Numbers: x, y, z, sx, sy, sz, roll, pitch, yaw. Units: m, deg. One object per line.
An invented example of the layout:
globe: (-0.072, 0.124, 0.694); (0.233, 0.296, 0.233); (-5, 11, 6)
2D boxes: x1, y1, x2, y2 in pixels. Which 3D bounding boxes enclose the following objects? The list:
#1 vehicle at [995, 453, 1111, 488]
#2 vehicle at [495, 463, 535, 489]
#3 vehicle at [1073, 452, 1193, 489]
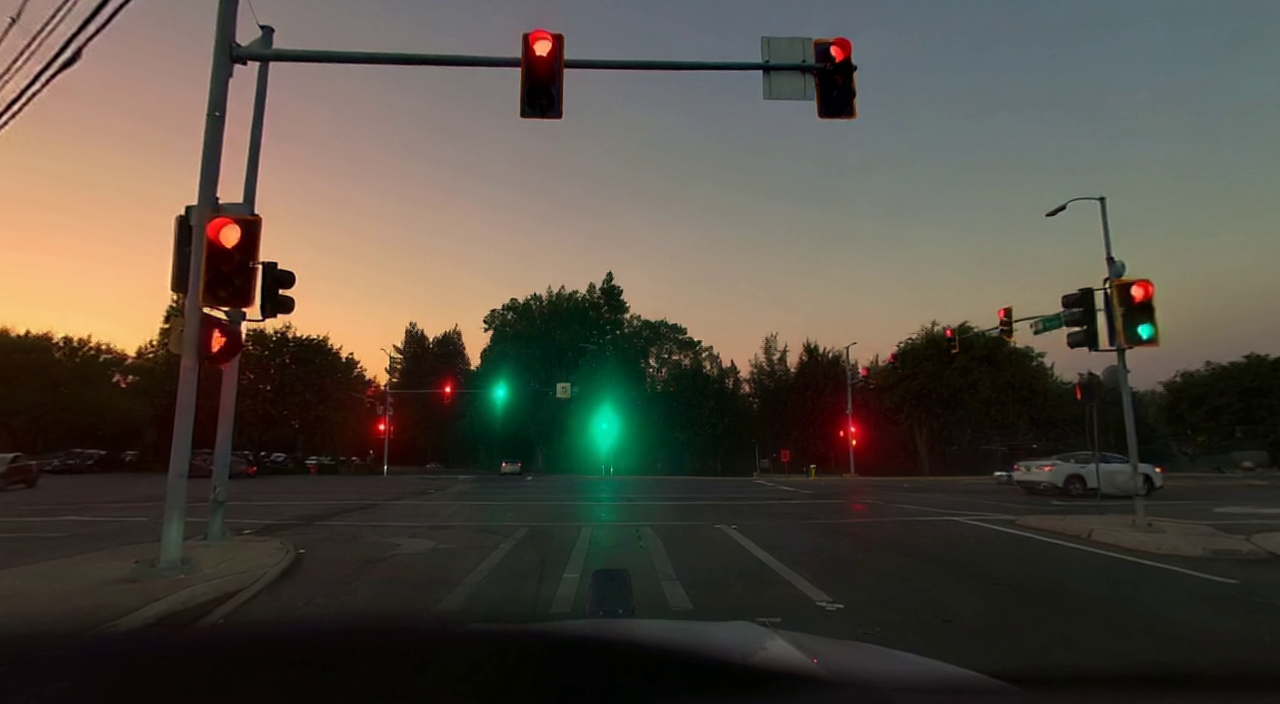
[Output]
vehicle: (21.215, 6.130, 32.470); (4.455, 1.647, 2.124); (1, -12, -6)
vehicle: (-8.999, 8.946, 45.687); (2.045, 1.608, 3.709); (0, -8, 1)
vehicle: (22.727, 5.448, 29.124); (3.998, 1.590, 1.936); (1, -10, -6)
